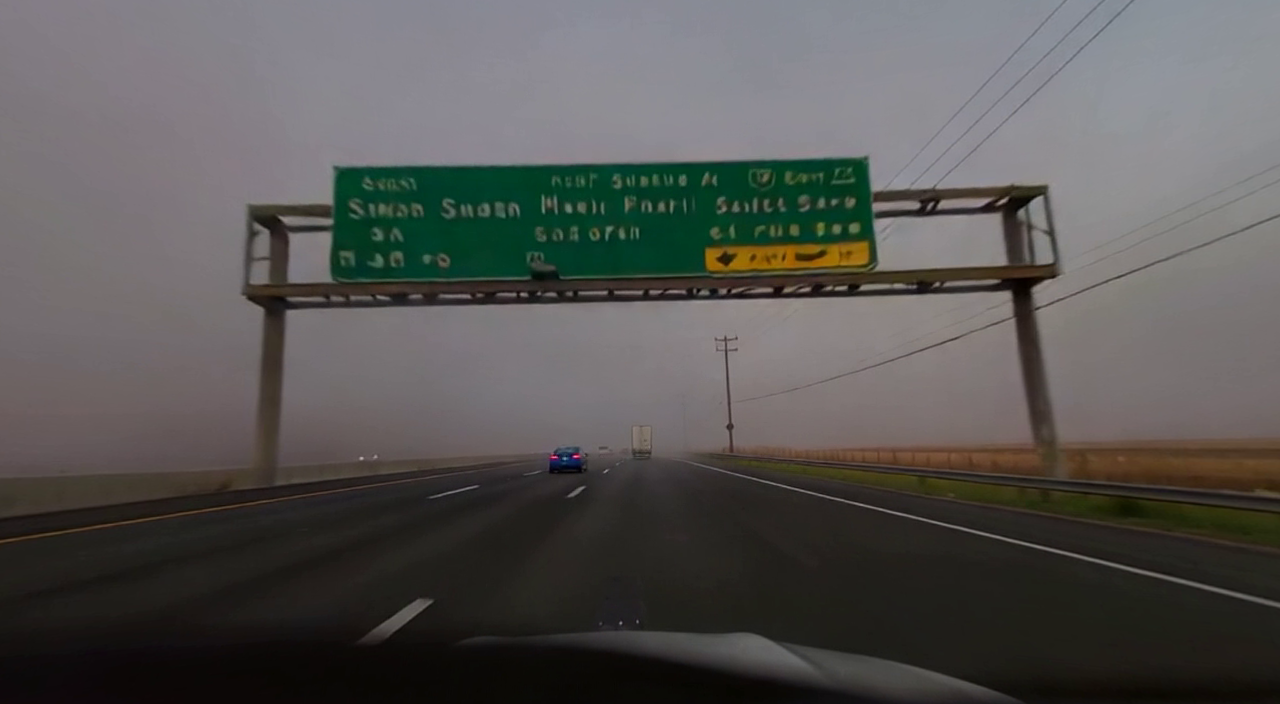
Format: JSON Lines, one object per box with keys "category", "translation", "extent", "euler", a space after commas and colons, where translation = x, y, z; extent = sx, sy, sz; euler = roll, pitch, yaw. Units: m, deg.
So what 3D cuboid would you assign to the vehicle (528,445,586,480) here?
{"category": "vehicle", "translation": [-3.841, 5.194, 29.906], "extent": [2.104, 1.501, 4.459], "euler": [0, -9, 0]}
